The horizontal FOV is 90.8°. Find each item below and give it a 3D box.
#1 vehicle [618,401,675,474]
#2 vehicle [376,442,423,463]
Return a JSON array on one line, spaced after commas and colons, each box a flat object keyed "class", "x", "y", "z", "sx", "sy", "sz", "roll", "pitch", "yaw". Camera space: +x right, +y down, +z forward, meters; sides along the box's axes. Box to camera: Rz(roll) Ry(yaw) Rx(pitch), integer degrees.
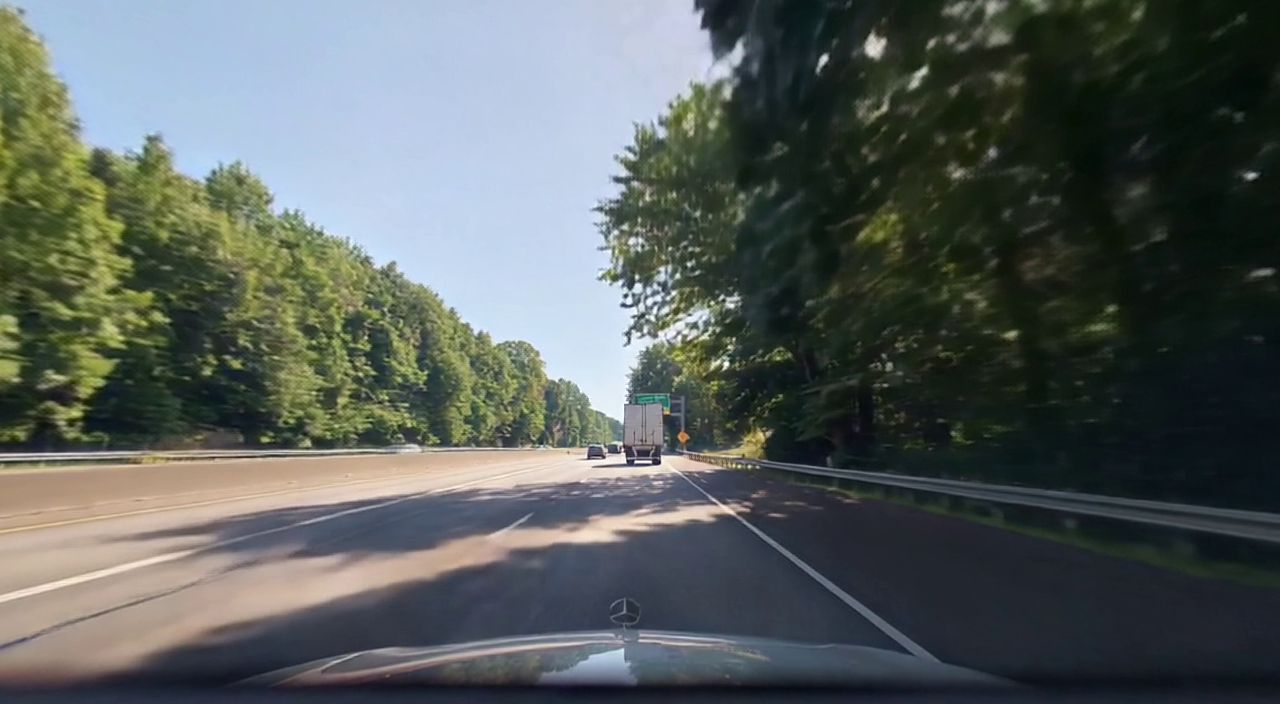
[{"class": "vehicle", "x": 0.198, "y": 5.424, "z": 39.138, "sx": 2.976, "sy": 3.800, "sz": 12.335, "roll": 0, "pitch": -9, "yaw": -1}, {"class": "vehicle", "x": -18.793, "y": 7.878, "z": 49.472, "sx": 1.851, "sy": 1.475, "sz": 4.593, "roll": 0, "pitch": -9, "yaw": 0}]
